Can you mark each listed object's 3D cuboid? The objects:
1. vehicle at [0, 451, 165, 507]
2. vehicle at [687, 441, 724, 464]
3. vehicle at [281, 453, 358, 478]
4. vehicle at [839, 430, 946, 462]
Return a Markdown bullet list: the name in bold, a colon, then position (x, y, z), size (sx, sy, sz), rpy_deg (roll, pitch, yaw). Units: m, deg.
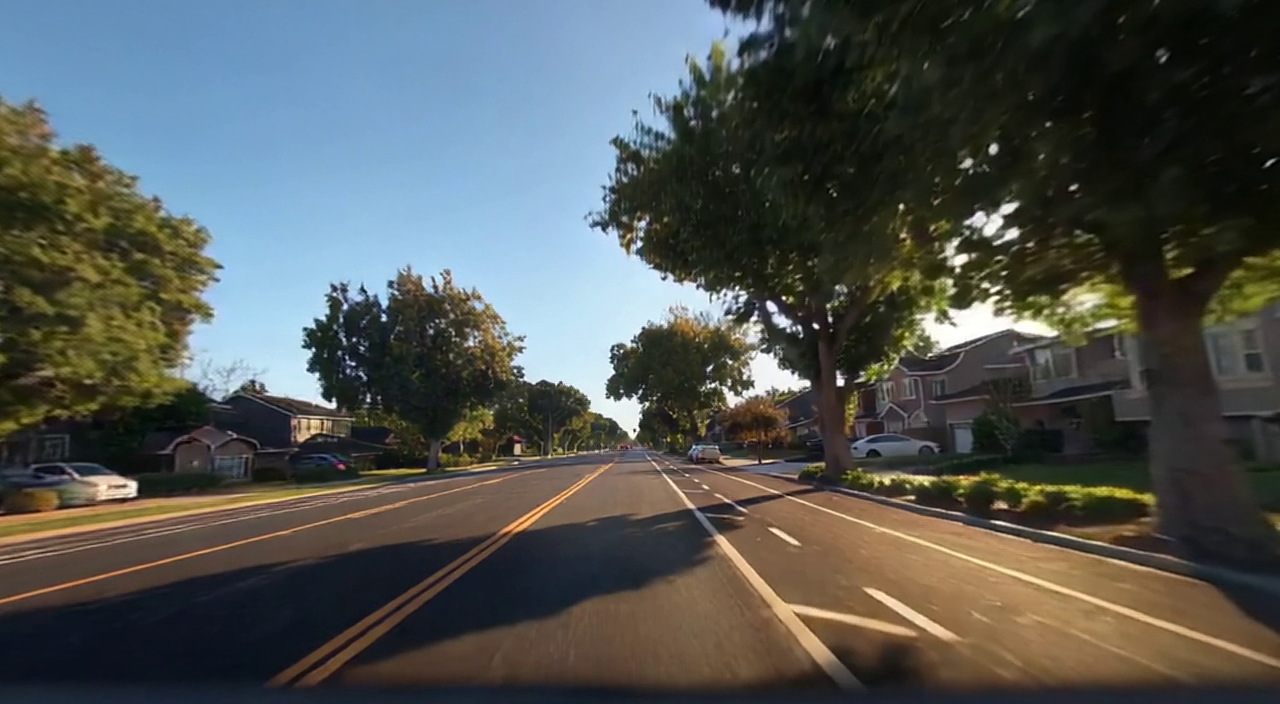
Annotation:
- **vehicle**: position (-20.995, 4.743, 24.121), size (2.128, 1.839, 4.830), rpy_deg (1, -9, -4)
- **vehicle**: position (4.714, 7.320, 46.224), size (1.995, 1.553, 4.628), rpy_deg (0, -8, -3)
- **vehicle**: position (-23.421, 8.300, 46.274), size (4.466, 1.773, 2.063), rpy_deg (0, -8, -2)
- **vehicle**: position (13.198, 4.948, 33.221), size (4.710, 1.612, 1.999), rpy_deg (0, -8, -2)
